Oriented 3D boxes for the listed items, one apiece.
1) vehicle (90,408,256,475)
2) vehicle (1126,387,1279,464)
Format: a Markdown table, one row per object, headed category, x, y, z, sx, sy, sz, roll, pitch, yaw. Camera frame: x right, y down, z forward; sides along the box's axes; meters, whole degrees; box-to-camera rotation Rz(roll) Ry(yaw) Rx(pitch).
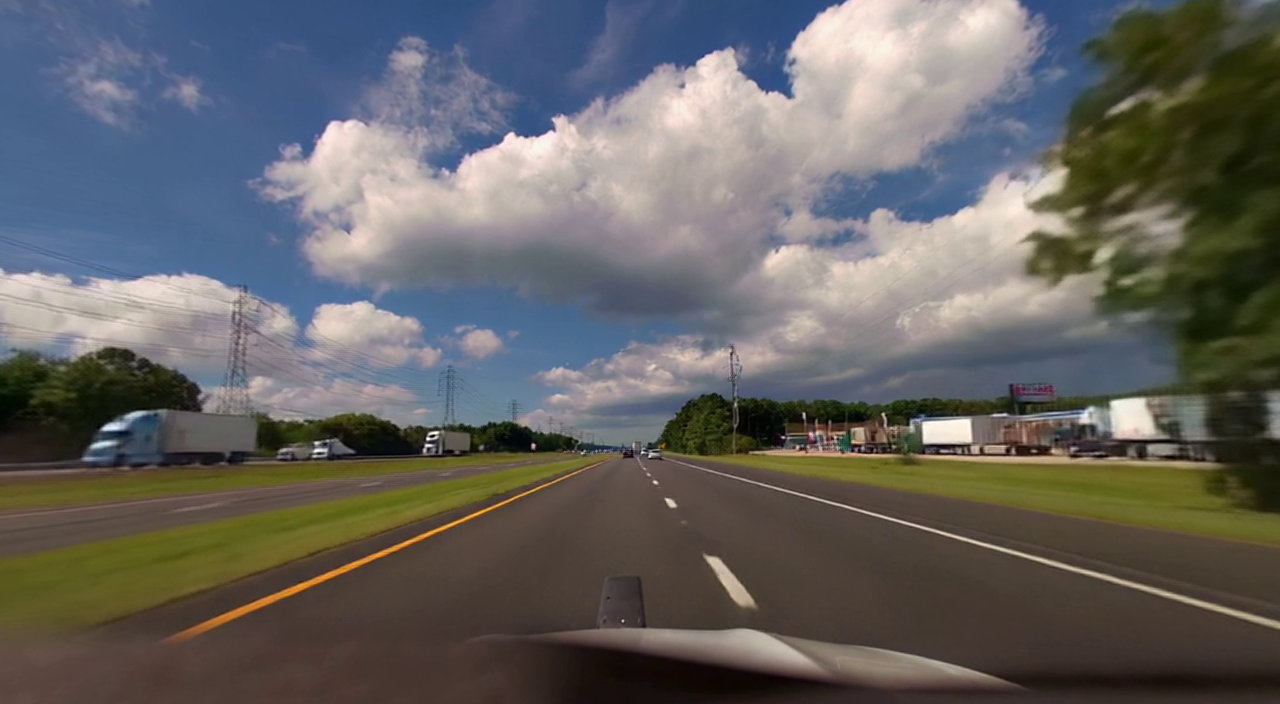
| category | x | y | z | sx | sy | sz | roll | pitch | yaw |
| --- | --- | --- | --- | --- | --- | --- | --- | --- | --- |
| vehicle | -27.710 | 5.461 | 38.255 | 3.002 | 3.528 | 9.434 | 0 | -9 | -2 |
| vehicle | 35.637 | 3.928 | 34.115 | 3.224 | 4.043 | 14.034 | 6 | -11 | -45 |
